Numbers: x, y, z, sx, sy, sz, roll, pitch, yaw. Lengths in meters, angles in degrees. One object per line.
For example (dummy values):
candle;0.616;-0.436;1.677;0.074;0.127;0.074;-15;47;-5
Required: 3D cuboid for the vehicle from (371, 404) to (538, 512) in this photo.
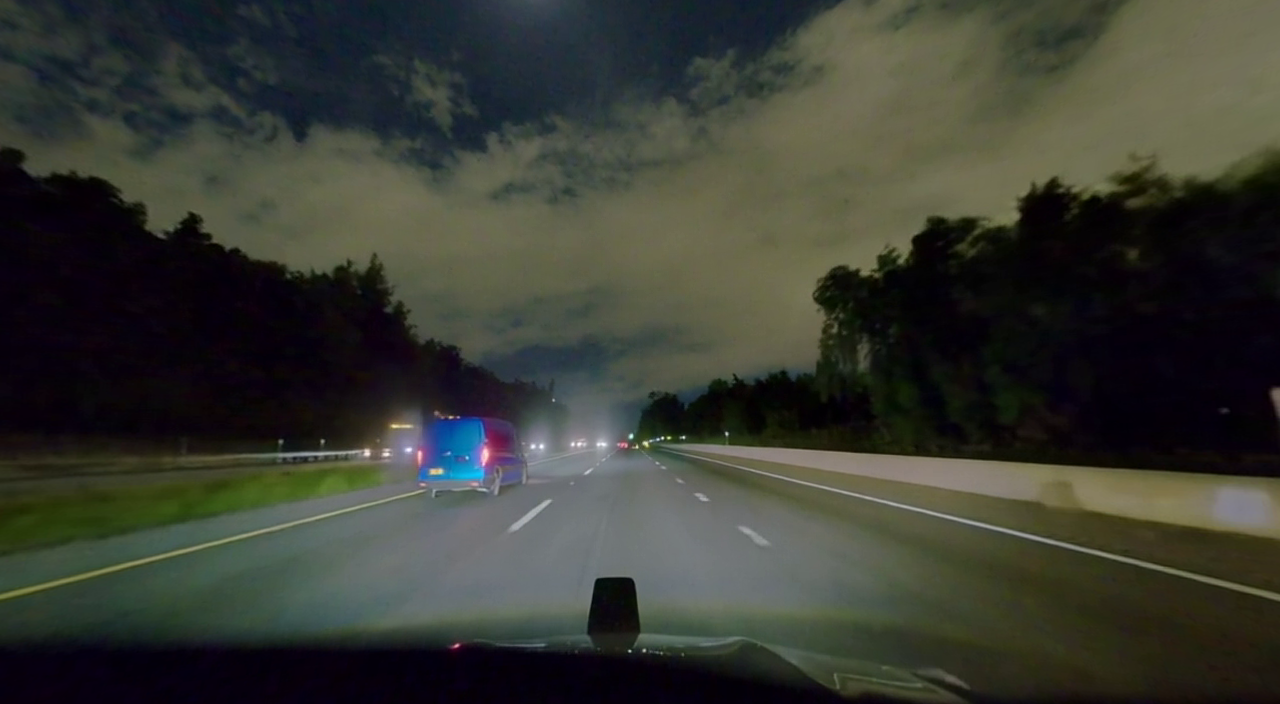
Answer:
vehicle;-3.850;2.298;14.180;2.297;2.011;4.736;0;-8;0
